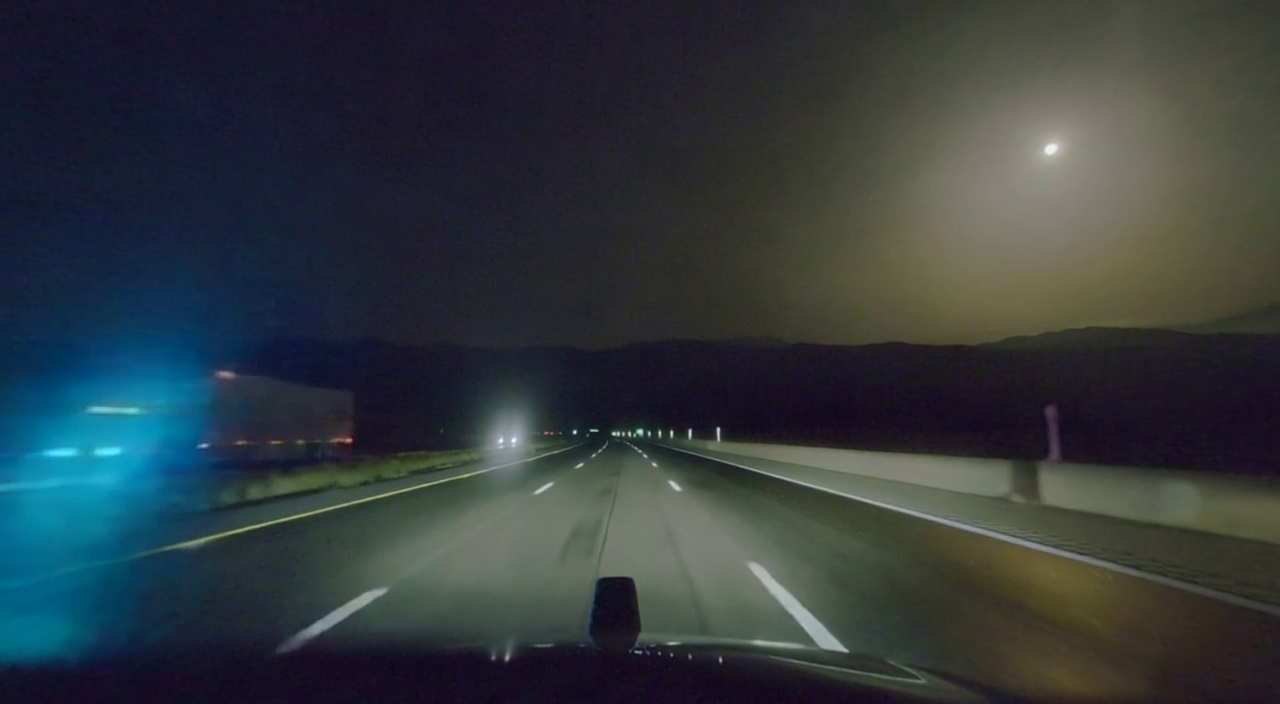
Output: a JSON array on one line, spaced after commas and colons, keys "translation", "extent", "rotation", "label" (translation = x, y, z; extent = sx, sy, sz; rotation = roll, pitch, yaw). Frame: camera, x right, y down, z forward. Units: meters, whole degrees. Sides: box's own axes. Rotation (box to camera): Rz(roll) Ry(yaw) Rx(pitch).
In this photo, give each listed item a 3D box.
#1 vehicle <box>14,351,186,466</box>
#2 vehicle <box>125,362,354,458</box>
[{"translation": [-20.034, 2.164, 23.612], "extent": [3.272, 4.006, 3.193], "rotation": [1, -7, 0], "label": "vehicle"}, {"translation": [-20.217, 3.418, 33.785], "extent": [3.439, 4.086, 14.035], "rotation": [0, -8, -2], "label": "vehicle"}]
